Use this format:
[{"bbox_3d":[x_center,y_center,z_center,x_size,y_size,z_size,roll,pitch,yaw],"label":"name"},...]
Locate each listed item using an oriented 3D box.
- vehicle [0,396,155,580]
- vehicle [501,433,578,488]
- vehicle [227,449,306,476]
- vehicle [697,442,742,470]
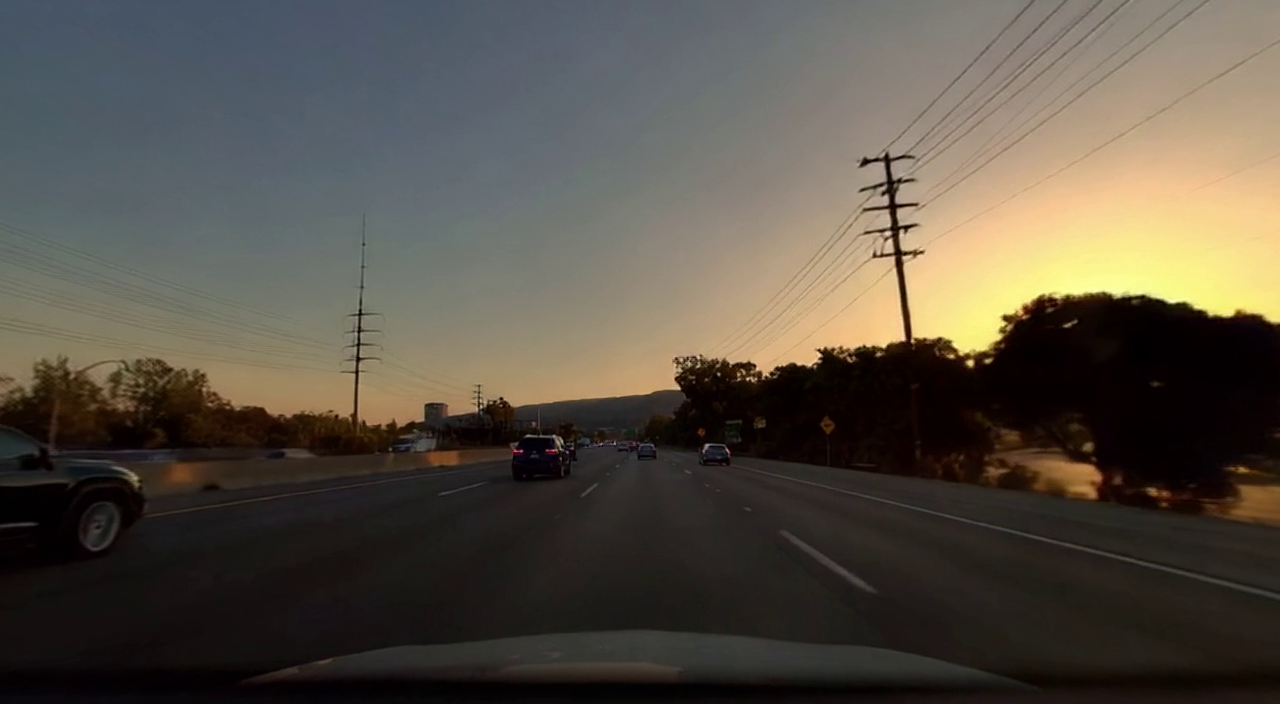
[{"bbox_3d":[-7.433,1.269,5.684,2.162,1.805,4.853,0,-8,1],"label":"vehicle"},{"bbox_3d":[-3.360,3.712,21.904,1.961,1.704,4.052,0,-8,1],"label":"vehicle"},{"bbox_3d":[-22.009,6.492,37.395,1.847,1.456,4.504,0,-8,2],"label":"vehicle"},{"bbox_3d":[4.516,5.951,36.395,1.964,1.479,4.252,0,-8,-1],"label":"vehicle"}]
